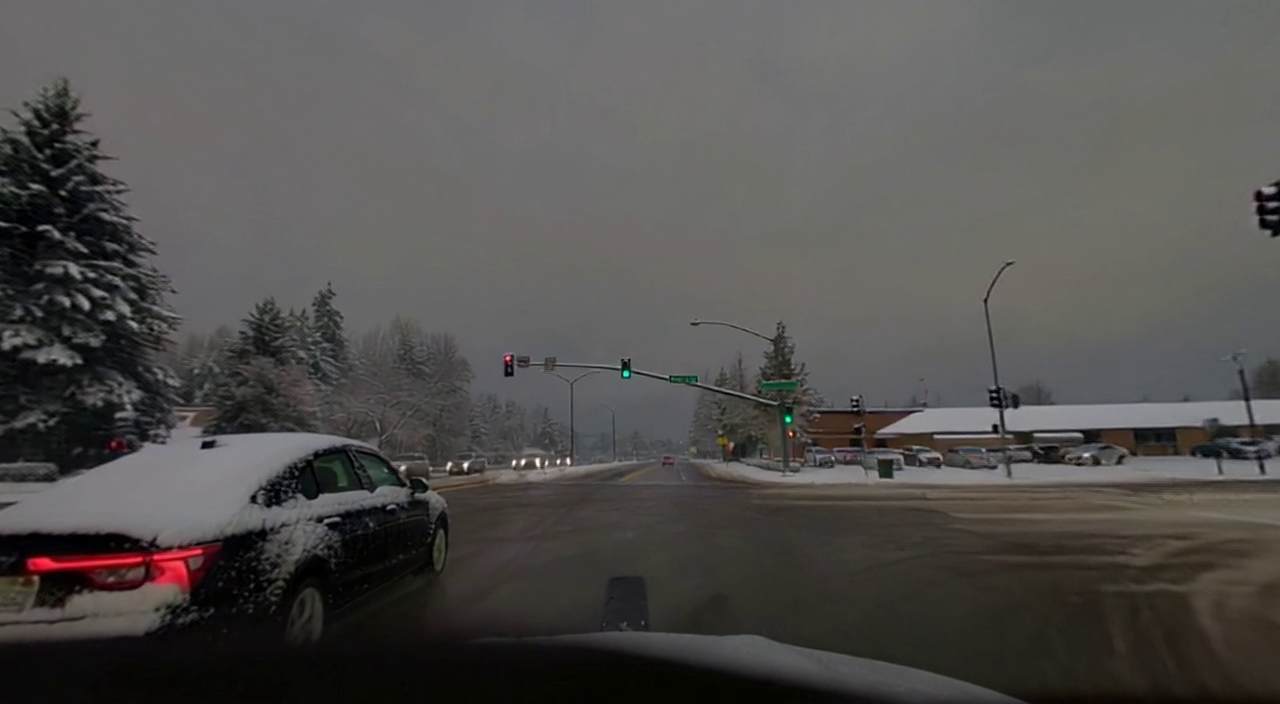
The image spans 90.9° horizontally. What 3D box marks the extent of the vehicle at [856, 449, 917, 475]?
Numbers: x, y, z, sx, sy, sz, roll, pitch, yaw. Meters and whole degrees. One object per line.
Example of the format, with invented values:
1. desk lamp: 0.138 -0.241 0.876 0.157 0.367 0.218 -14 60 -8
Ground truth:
1. vehicle: 16.243 7.194 41.417 2.060 1.445 4.712 -9 -10 42

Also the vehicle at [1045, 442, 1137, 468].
1. vehicle: 28.949 6.598 40.466 4.678 1.558 1.883 1 -9 -8

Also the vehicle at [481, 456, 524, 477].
1. vehicle: -10.379 8.680 47.969 2.001 1.458 4.278 -1 -9 5

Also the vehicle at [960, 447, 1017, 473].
1. vehicle: 20.700 6.350 37.359 1.930 1.410 4.313 -8 -11 41

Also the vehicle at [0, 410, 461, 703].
1. vehicle: -2.931 1.285 4.394 1.924 1.482 4.734 0 -8 1

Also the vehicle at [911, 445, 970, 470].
1. vehicle: 18.627 6.482 38.968 1.945 1.434 4.293 -8 -12 42
